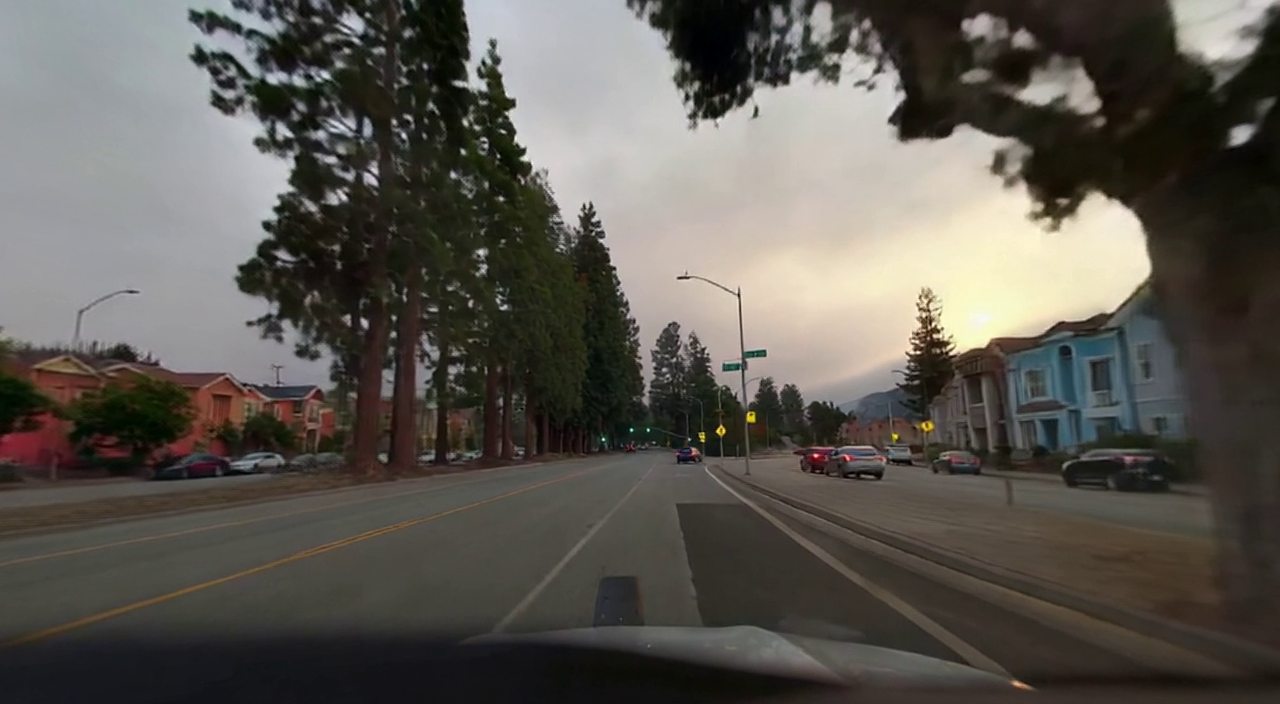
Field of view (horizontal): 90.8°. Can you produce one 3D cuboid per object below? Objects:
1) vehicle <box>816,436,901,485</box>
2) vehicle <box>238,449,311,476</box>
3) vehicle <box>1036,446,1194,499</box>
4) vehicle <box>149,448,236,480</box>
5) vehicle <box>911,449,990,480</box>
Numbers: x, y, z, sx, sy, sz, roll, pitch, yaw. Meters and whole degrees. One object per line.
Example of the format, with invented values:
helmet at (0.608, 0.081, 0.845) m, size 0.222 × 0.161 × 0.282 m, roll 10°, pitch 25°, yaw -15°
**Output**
vehicle at (9.413, 4.843, 27.700) m, size 1.923 × 1.741 × 4.683 m, roll -3°, pitch -13°, yaw -1°
vehicle at (-27.067, 8.145, 46.972) m, size 2.076 × 1.815 × 4.985 m, roll 0°, pitch -9°, yaw 5°
vehicle at (15.935, 4.025, 21.583) m, size 1.940 × 1.556 × 4.542 m, roll 1°, pitch -9°, yaw 1°
vehicle at (-27.669, 7.032, 39.266) m, size 1.983 × 1.691 × 4.336 m, roll -3°, pitch -13°, yaw 3°
vehicle at (16.500, 5.962, 33.859) m, size 1.969 × 1.465 × 4.930 m, roll 0°, pitch -9°, yaw 3°
